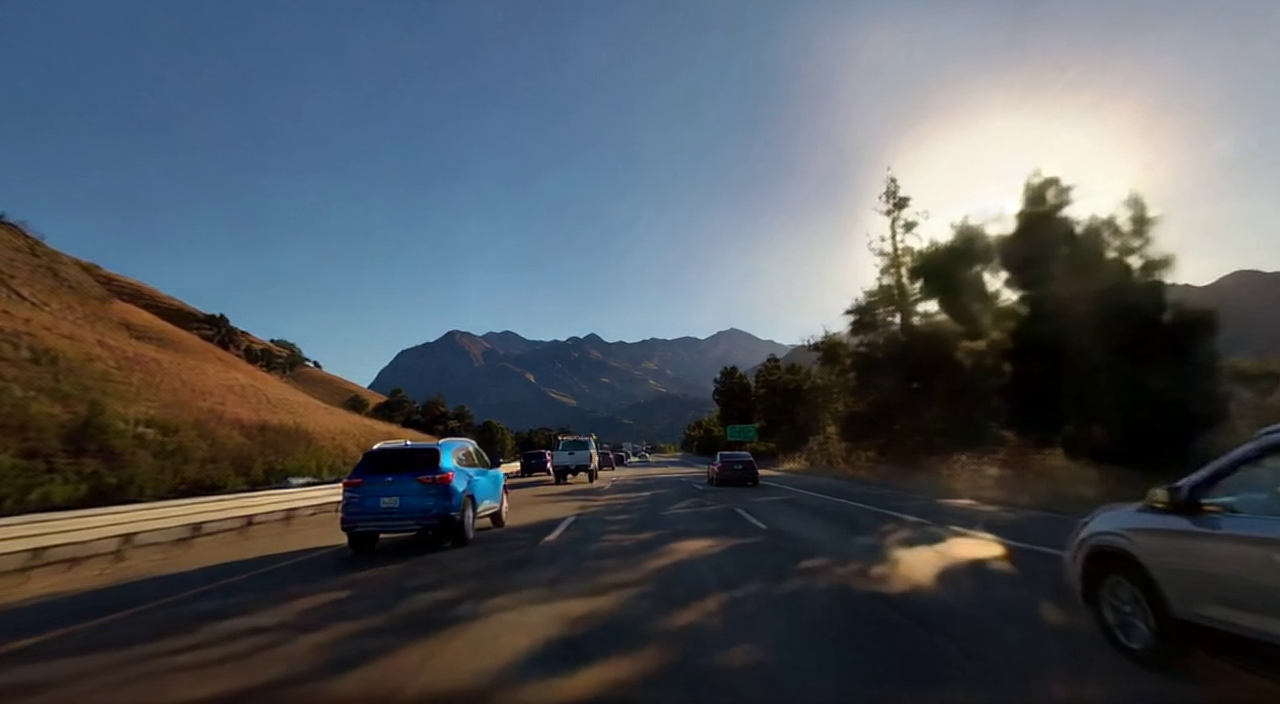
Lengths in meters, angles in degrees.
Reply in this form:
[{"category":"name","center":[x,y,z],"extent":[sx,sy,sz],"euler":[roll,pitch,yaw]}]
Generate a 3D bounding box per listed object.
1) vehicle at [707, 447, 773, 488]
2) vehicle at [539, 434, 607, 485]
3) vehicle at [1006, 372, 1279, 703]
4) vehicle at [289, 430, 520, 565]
[{"category":"vehicle","center":[4.236,4.954,27.418],"extent":[2.071,1.570,4.637],"euler":[0,-9,0]},{"category":"vehicle","center":[-2.972,4.960,29.388],"extent":[2.494,2.136,5.539],"euler":[0,-9,1]},{"category":"vehicle","center":[3.877,0.903,2.520],"extent":[2.066,1.696,4.604],"euler":[0,-9,1]},{"category":"vehicle","center":[-3.455,2.203,10.307],"extent":[2.080,1.716,4.207],"euler":[0,-9,1]}]
